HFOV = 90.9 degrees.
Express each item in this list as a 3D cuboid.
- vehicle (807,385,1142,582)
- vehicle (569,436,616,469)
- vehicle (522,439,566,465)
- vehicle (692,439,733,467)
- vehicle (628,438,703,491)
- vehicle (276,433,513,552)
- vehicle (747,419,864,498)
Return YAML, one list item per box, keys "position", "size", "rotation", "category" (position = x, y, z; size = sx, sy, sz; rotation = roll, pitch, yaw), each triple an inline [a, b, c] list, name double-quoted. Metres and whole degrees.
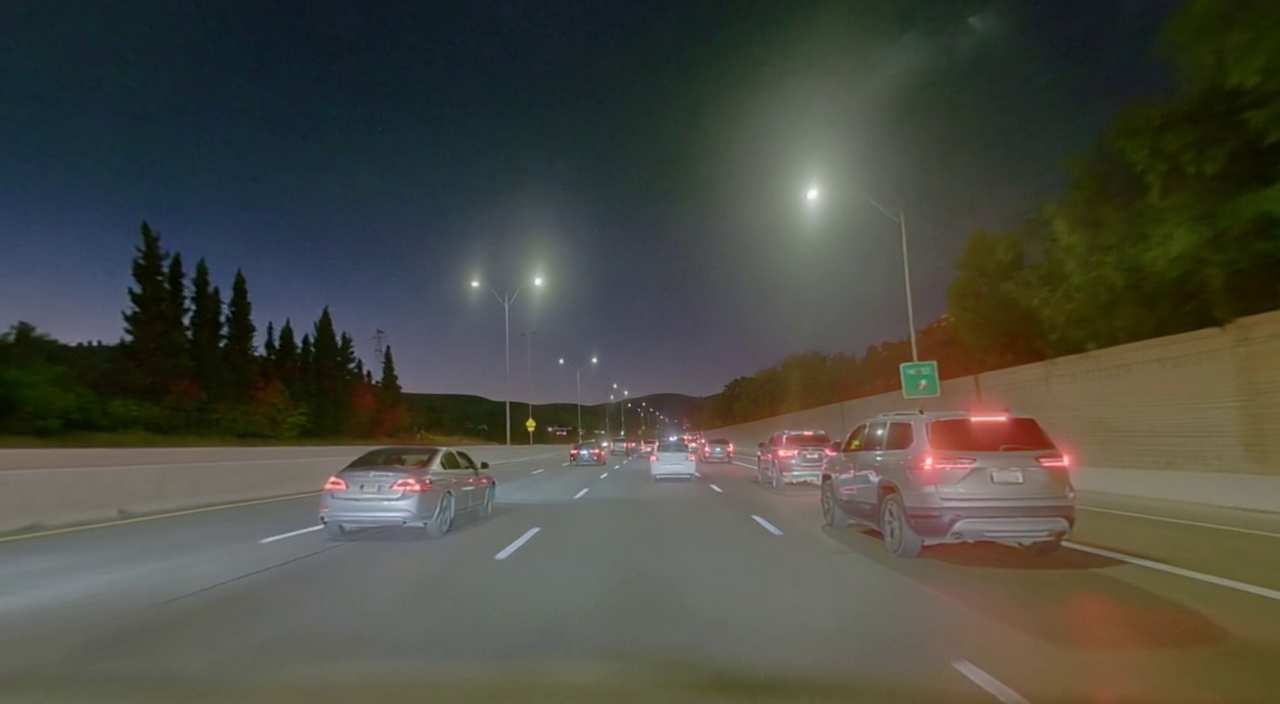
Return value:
- position: [3.708, 1.542, 8.141]
  size: [1.930, 1.831, 4.344]
  rotation: [0, -8, 0]
  category: "vehicle"
- position: [-2.730, 5.913, 37.369]
  size: [2.154, 1.793, 4.736]
  rotation: [0, -8, 3]
  category: "vehicle"
- position: [-6.640, 6.954, 44.101]
  size: [2.055, 1.751, 4.825]
  rotation: [0, -8, 3]
  category: "vehicle"
- position: [4.097, 5.746, 36.068]
  size: [1.855, 1.513, 3.915]
  rotation: [0, -8, 0]
  category: "vehicle"
- position: [0.726, 3.449, 19.676]
  size: [2.105, 1.471, 3.978]
  rotation: [0, -8, 0]
  category: "vehicle"
- position: [-3.500, 2.069, 10.065]
  size: [1.961, 1.456, 4.362]
  rotation: [0, -8, 1]
  category: "vehicle"
- position: [4.305, 2.856, 17.264]
  size: [1.970, 1.872, 4.575]
  rotation: [0, -8, 0]
  category: "vehicle"
